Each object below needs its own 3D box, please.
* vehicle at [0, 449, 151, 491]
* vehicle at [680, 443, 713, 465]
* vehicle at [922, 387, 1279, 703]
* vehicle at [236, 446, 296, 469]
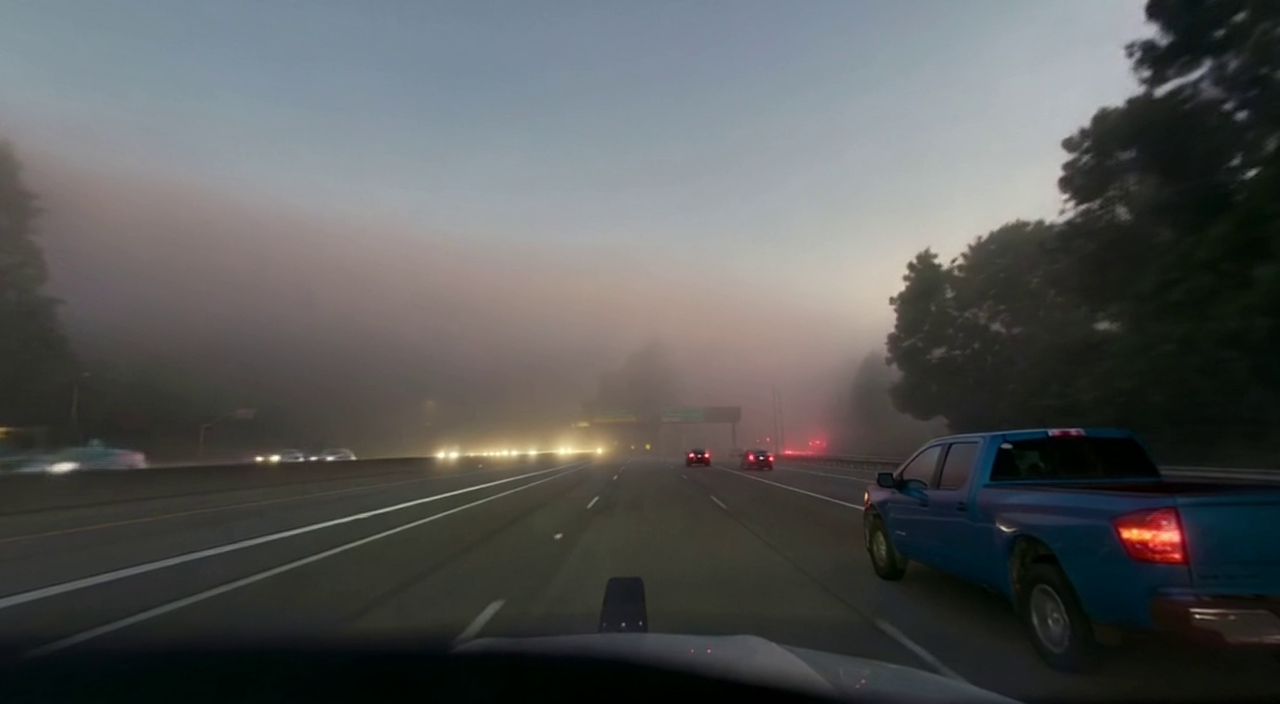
[{"bbox_3d":[-21.954,4.546,24.763,1.876,1.456,4.456,0,-8,0],"label":"vehicle"},{"bbox_3d":[4.274,7.755,48.103,2.014,1.643,4.039,0,-8,-1],"label":"vehicle"},{"bbox_3d":[3.396,0.962,2.739,2.119,1.524,4.807,0,-8,0],"label":"vehicle"},{"bbox_3d":[-29.209,8.224,49.425,1.897,1.665,4.562,0,-8,0],"label":"vehicle"}]
